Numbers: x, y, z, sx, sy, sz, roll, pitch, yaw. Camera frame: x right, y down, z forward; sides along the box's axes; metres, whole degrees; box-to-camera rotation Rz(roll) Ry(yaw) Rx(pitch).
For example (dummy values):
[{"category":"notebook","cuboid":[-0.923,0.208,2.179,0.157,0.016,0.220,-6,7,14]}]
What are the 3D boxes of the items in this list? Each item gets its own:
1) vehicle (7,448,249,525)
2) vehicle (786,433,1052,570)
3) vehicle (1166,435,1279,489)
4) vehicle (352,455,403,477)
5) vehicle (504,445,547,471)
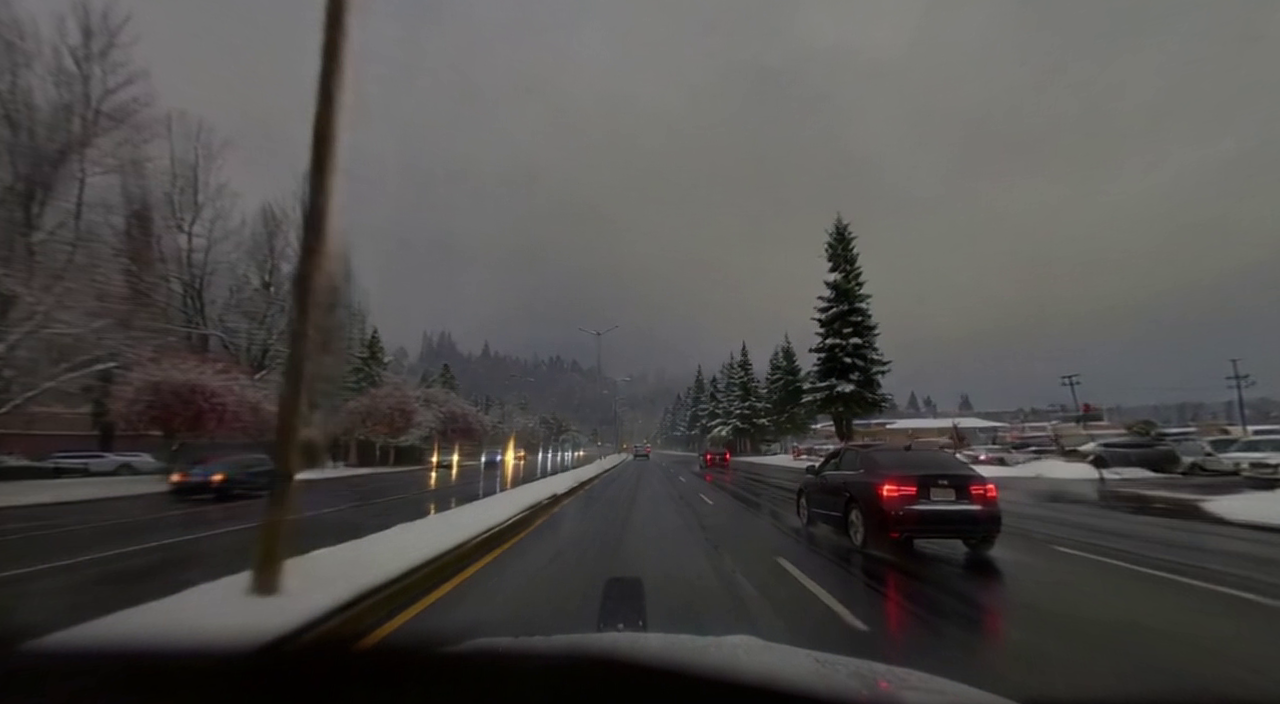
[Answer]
[{"category":"vehicle","cuboid":[-12.009,3.130,15.271,1.983,1.567,4.557,0,-9,1]},{"category":"vehicle","cuboid":[3.626,1.997,9.239,1.935,1.501,4.384,0,-9,1]},{"category":"vehicle","cuboid":[19.470,3.370,19.430,4.648,1.568,1.919,0,-9,-2]},{"category":"vehicle","cuboid":[-19.119,8.317,45.899,1.787,1.452,4.482,0,-9,0]},{"category":"vehicle","cuboid":[-8.439,7.838,46.737,2.156,1.838,4.945,0,-9,1]}]
